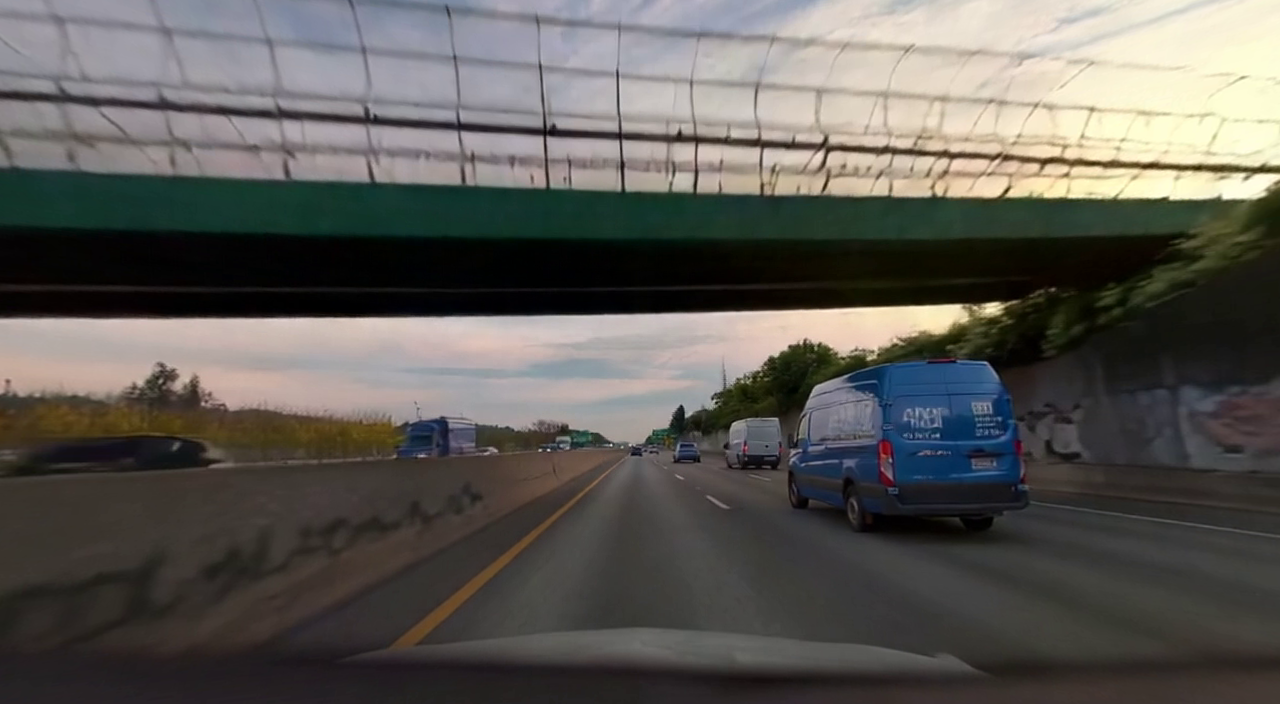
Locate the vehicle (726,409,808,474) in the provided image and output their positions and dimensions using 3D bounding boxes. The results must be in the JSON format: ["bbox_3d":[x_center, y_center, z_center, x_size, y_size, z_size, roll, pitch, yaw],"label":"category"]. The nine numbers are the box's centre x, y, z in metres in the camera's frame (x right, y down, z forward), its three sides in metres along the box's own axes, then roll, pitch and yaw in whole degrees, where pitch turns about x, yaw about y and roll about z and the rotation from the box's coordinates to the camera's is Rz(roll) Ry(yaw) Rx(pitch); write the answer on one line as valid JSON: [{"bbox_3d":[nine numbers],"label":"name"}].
[{"bbox_3d":[6.959,5.116,35.675,2.761,3.225,7.624,0,-9,-2],"label":"vehicle"}]

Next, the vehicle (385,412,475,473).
[{"bbox_3d":[-12.043,5.366,36.890,2.571,3.122,8.065,-1,-9,-1],"label":"vehicle"}]

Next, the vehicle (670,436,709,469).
[{"bbox_3d":[3.115,6.490,40.659,2.007,1.943,5.010,0,-9,-1],"label":"vehicle"}]

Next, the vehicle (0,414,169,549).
[{"bbox_3d":[-8.663,1.662,8.164,1.827,1.612,4.182,0,-9,0],"label":"vehicle"}]

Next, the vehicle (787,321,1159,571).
[{"bbox_3d":[4.173,1.396,9.543,2.283,2.631,5.719,0,-9,-2],"label":"vehicle"}]
